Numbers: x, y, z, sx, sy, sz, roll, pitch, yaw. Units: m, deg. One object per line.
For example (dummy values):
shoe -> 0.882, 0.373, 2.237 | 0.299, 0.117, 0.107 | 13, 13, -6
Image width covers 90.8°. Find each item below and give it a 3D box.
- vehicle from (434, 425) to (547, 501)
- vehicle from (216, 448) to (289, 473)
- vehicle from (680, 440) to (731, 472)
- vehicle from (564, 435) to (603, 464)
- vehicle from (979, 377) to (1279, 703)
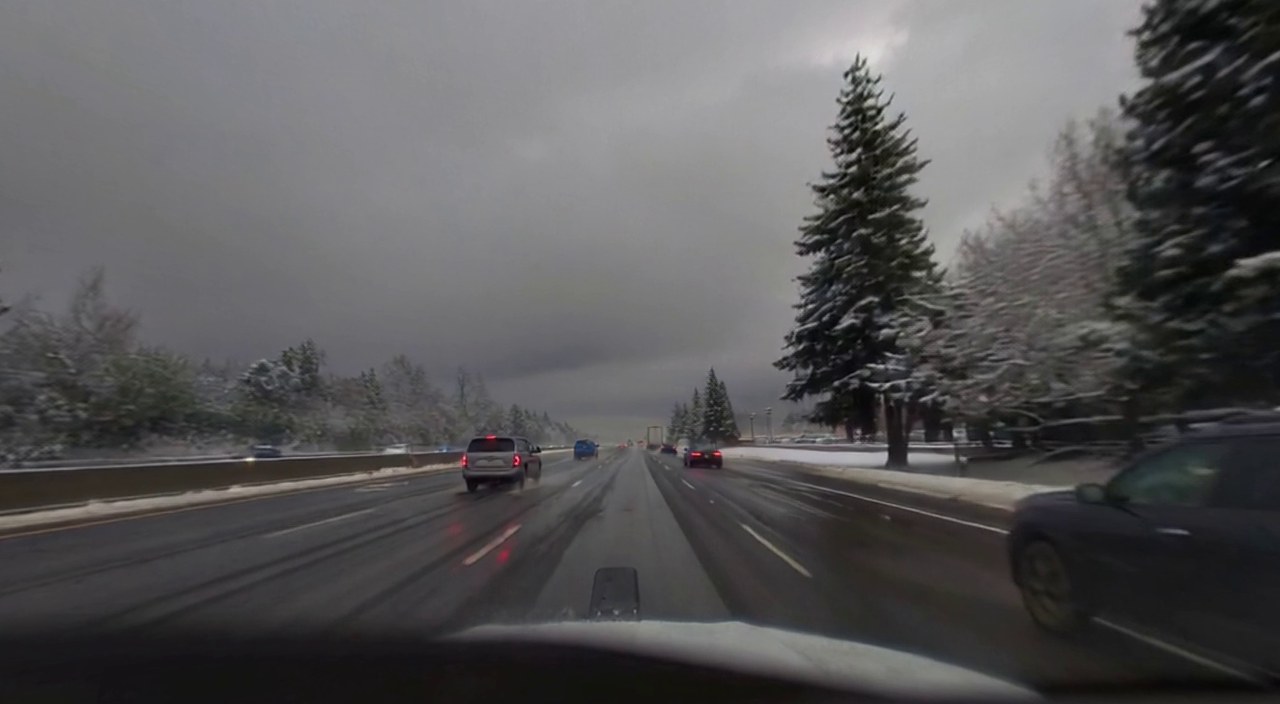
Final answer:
vehicle -> -3.873, 2.969, 17.240 | 1.987, 1.765, 4.508 | 0, -8, 0
vehicle -> -24.943, 6.990, 40.869 | 1.944, 1.478, 4.295 | 0, -8, 1
vehicle -> 3.263, 5.269, 32.195 | 1.957, 1.510, 4.643 | 0, -8, -2
vehicle -> -4.016, 7.078, 45.892 | 2.410, 1.981, 5.355 | 0, -8, 0
vehicle -> 3.683, 0.905, 2.636 | 2.033, 1.596, 4.344 | 0, -8, -1
